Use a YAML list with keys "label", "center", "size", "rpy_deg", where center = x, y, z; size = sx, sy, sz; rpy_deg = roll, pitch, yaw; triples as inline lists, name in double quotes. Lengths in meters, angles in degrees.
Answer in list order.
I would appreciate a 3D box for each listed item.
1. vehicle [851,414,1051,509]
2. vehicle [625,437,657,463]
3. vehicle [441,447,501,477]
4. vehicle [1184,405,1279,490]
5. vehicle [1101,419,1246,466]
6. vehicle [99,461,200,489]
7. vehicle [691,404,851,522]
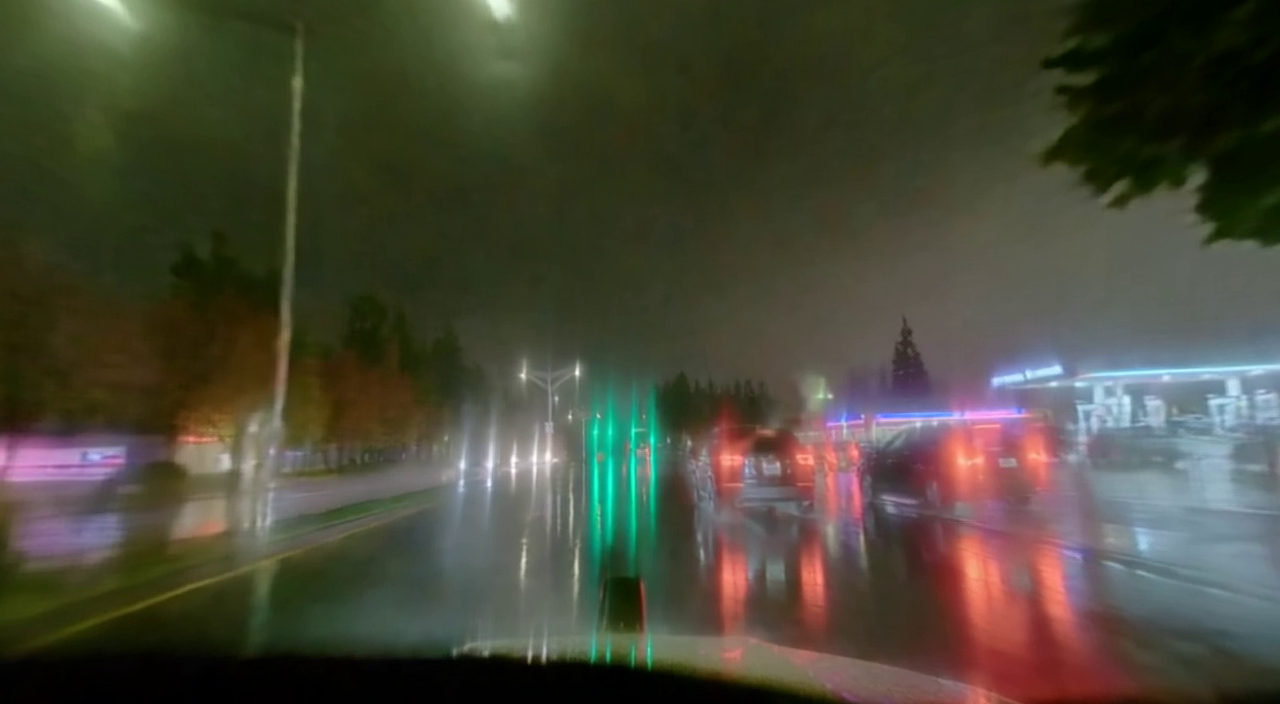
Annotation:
- label: "vehicle"
  center: [6.676, 2.413, 14.360]
  size: [2.025, 1.765, 4.729]
  rpy_deg: [0, -8, -1]
- label: "vehicle"
  center: [0.037, 6.914, 44.716]
  size: [2.101, 1.707, 3.904]
  rpy_deg: [-1, -8, -1]
- label: "vehicle"
  center: [-9.201, 5.988, 34.801]
  size: [1.978, 1.470, 4.711]
  rpy_deg: [-1, -8, 0]
- label: "vehicle"
  center: [15.688, 2.421, 16.233]
  size: [2.059, 1.882, 4.816]
  rpy_deg: [-9, -12, 44]
- label: "vehicle"
  center: [20.895, 3.573, 25.035]
  size: [1.930, 1.685, 4.378]
  rpy_deg: [-1, -8, 1]
- label: "vehicle"
  center: [-29.100, 7.292, 37.574]
  size: [4.435, 1.507, 1.926]
  rpy_deg: [-1, -8, 1]
- label: "vehicle"
  center: [2.370, 2.188, 12.963]
  size: [2.038, 1.917, 4.900]
  rpy_deg: [0, -8, -2]
